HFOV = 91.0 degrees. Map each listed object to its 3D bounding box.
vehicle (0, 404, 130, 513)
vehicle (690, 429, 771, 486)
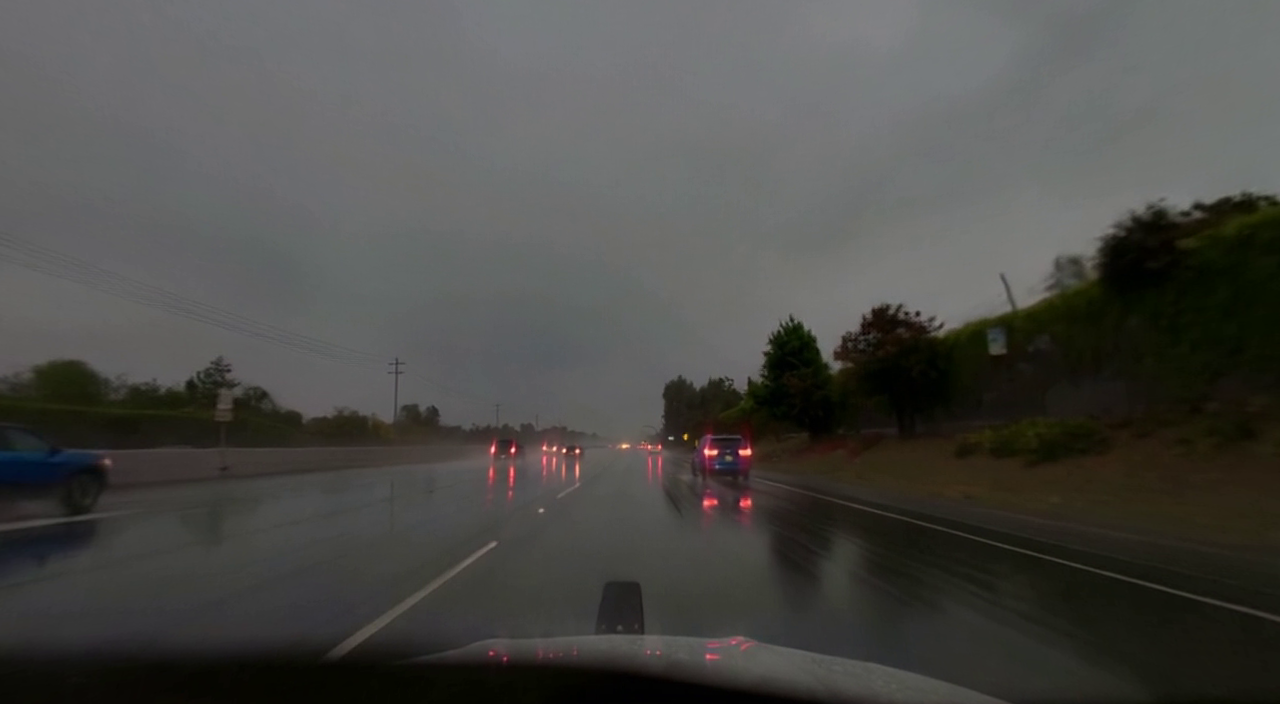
[{"bbox_3d":[-14.772,2.215,13.147,2.736,2.262,6.533,0,-9,0],"label":"vehicle"},{"bbox_3d":[3.265,3.950,23.783,2.184,1.892,4.763,0,-9,-2],"label":"vehicle"}]
